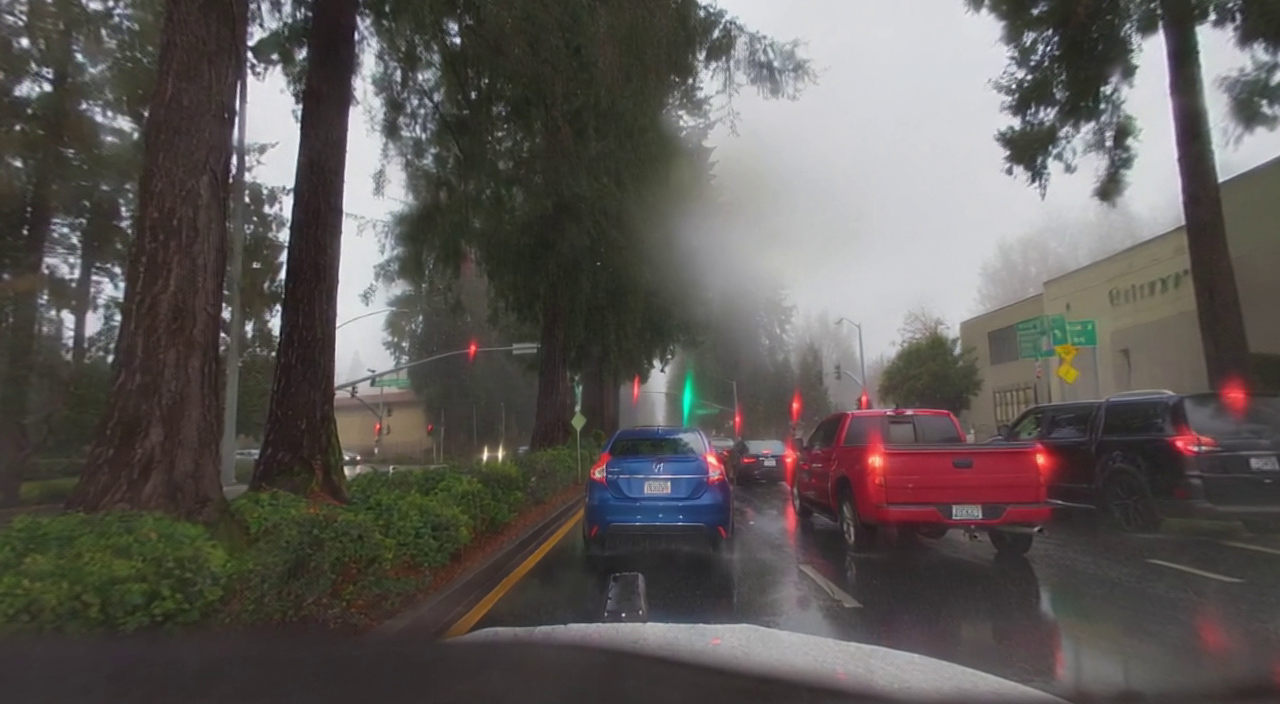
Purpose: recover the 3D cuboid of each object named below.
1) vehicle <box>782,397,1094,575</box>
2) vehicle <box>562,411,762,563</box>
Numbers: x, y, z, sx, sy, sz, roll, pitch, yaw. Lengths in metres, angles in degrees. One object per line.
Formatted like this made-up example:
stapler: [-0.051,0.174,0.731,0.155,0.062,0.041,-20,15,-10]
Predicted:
vehicle: [3.391,1.628,8.366,2.099,1.725,4.290,0,-8,2]
vehicle: [0.249,1.778,8.965,2.168,1.641,4.039,0,-8,0]
